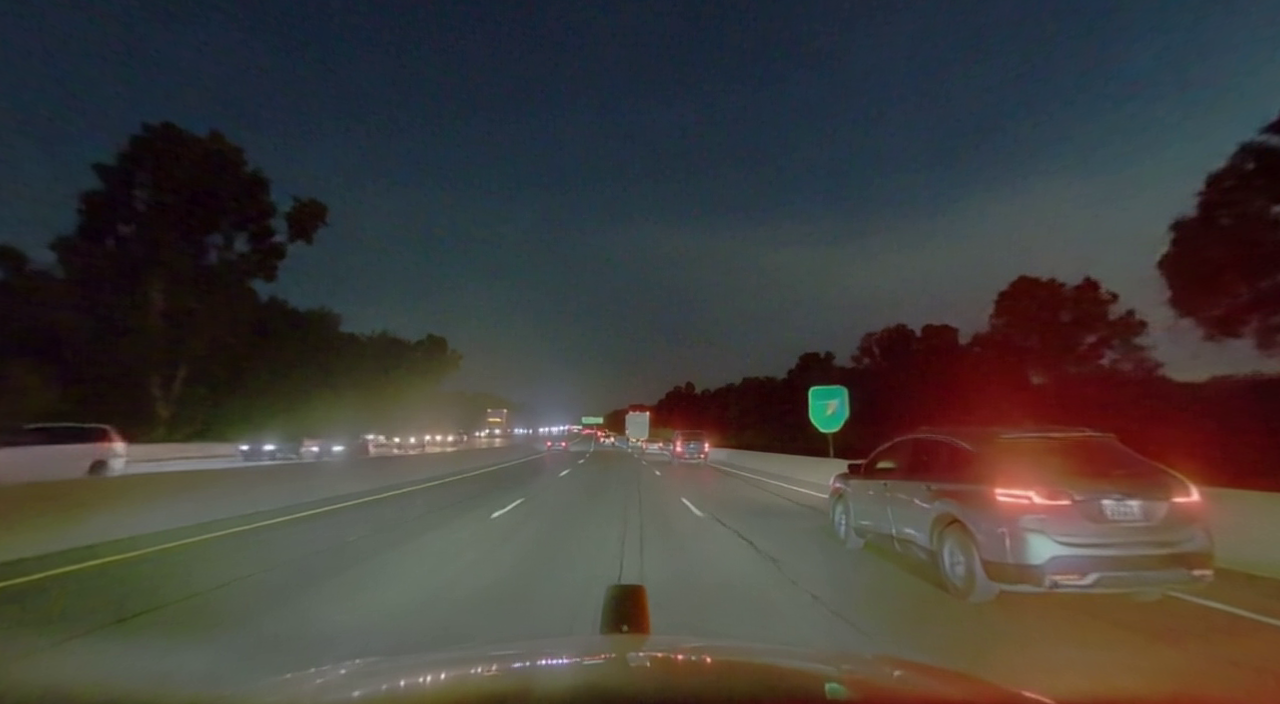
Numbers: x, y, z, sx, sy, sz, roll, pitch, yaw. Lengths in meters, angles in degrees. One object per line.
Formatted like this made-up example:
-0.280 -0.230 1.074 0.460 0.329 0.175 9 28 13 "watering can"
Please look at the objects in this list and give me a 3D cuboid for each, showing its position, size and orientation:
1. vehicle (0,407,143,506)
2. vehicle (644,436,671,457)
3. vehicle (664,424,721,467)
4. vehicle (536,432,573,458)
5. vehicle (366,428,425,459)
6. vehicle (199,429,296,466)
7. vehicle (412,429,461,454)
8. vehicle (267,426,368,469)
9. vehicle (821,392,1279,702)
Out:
-10.970 1.721 10.445 1.948 1.538 4.322 0 -8 -1 "vehicle"
1.244 6.924 46.323 1.844 1.462 3.736 0 -8 -1 "vehicle"
2.498 4.647 31.511 2.207 1.937 5.610 0 -8 -2 "vehicle"
-5.768 6.318 42.925 2.058 1.689 4.315 0 -8 -2 "vehicle"
-12.058 4.550 31.242 1.610 1.420 3.445 0 -8 -2 "vehicle"
-16.487 4.039 26.677 1.754 1.448 3.799 0 -8 -2 "vehicle"
-12.011 5.323 37.343 1.853 1.406 3.495 1 -8 -2 "vehicle"
-11.736 3.516 23.204 1.727 1.433 3.940 0 -8 -2 "vehicle"
3.316 1.263 5.366 2.127 1.497 4.445 0 -8 -1 "vehicle"
